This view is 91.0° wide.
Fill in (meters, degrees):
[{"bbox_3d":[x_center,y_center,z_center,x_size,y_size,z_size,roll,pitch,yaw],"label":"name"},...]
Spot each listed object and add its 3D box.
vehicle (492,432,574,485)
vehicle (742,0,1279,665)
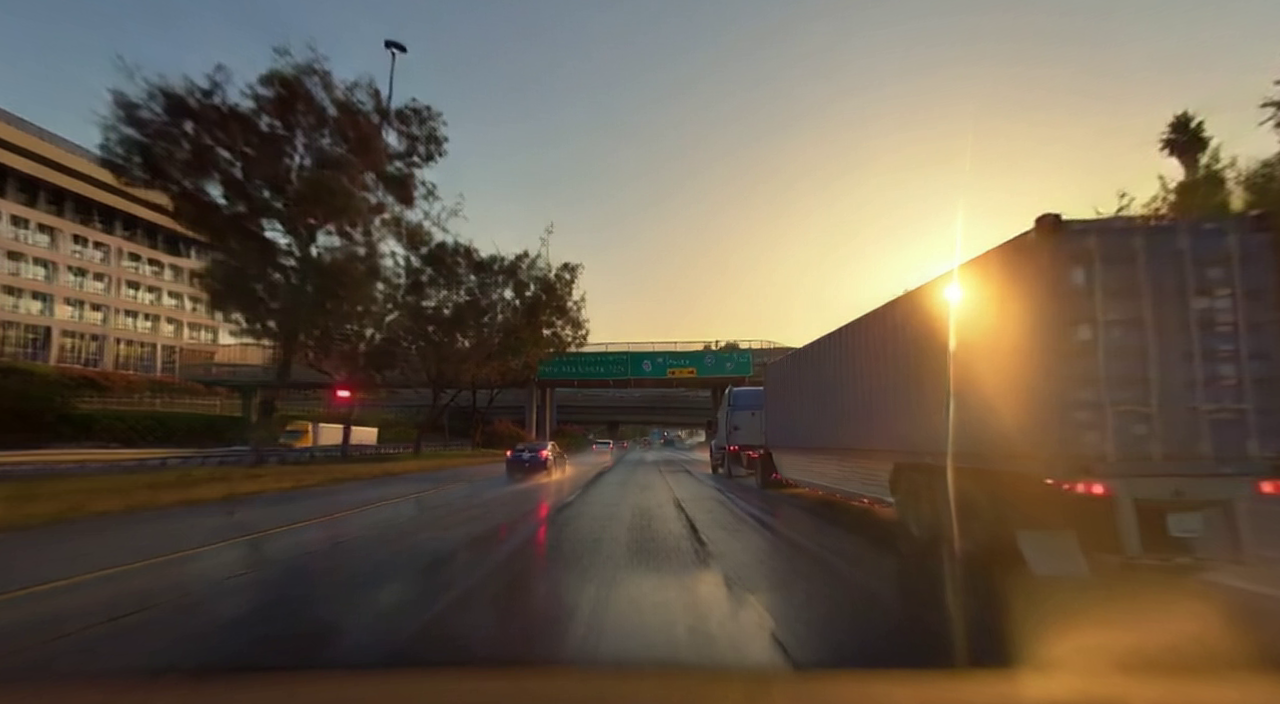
[{"bbox_3d":[-3.350,3.413,20.463,1.954,1.528,4.010,0,-9,0],"label":"vehicle"},{"bbox_3d":[4.112,0.563,10.092,2.893,3.992,13.605,0,-8,1],"label":"vehicle"}]
